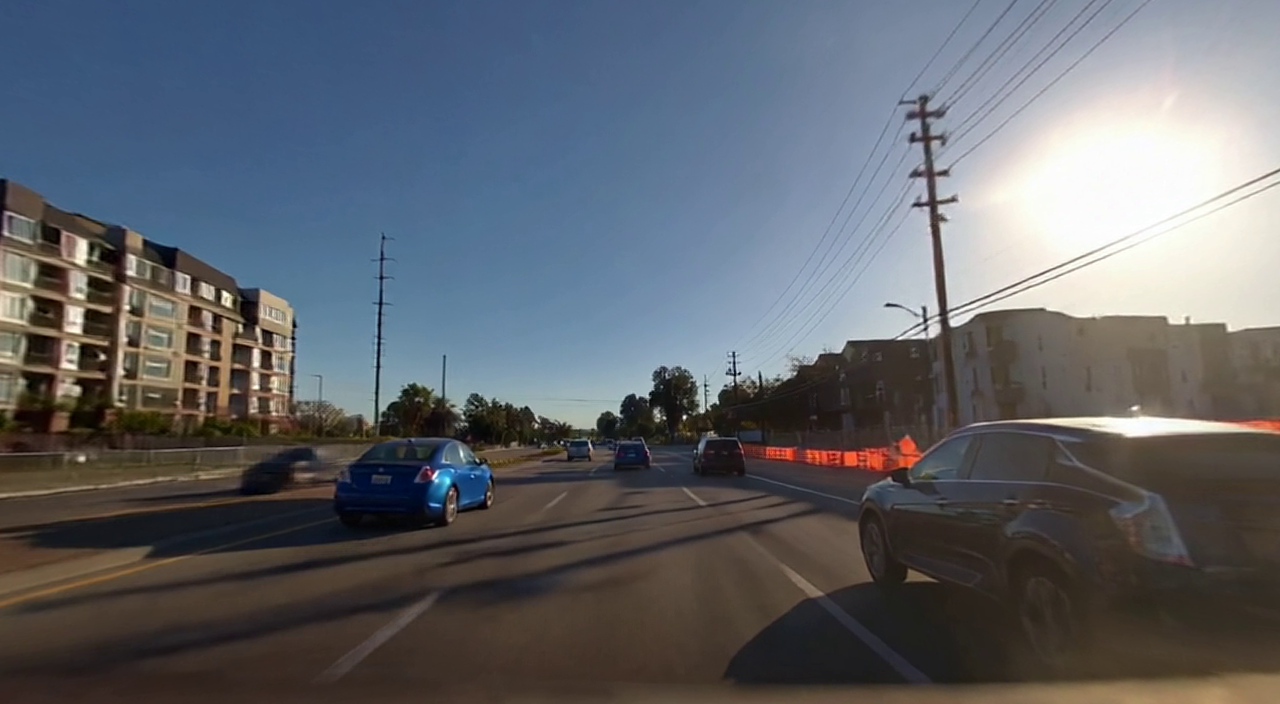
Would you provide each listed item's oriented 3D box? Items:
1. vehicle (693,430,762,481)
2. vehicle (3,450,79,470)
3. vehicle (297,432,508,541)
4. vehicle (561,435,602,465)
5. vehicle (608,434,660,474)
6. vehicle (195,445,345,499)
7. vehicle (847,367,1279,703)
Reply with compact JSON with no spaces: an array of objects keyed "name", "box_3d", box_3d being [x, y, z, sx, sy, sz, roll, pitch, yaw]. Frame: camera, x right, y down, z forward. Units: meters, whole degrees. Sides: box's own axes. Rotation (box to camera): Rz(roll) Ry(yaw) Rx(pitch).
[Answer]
[{"name":"vehicle","box_3d":[3.311,4.035,24.822,2.029,1.797,4.218,0,-8,-1]},{"name":"vehicle","box_3d":[-37.145,6.694,39.195,3.745,1.024,2.044,-5,-8,23]},{"name":"vehicle","box_3d":[-3.721,2.162,10.860,1.968,1.473,4.209,0,-8,0]},{"name":"vehicle","box_3d":[-3.777,6.435,41.533,2.190,1.832,4.417,0,-8,0]},{"name":"vehicle","box_3d":[-0.291,4.813,30.042,2.291,1.714,4.217,0,-8,0]},{"name":"vehicle","box_3d":[-11.424,3.691,19.973,1.892,1.472,4.695,0,-8,0]},{"name":"vehicle","box_3d":[3.149,1.139,4.481,1.975,1.598,4.025,0,-8,0]}]
